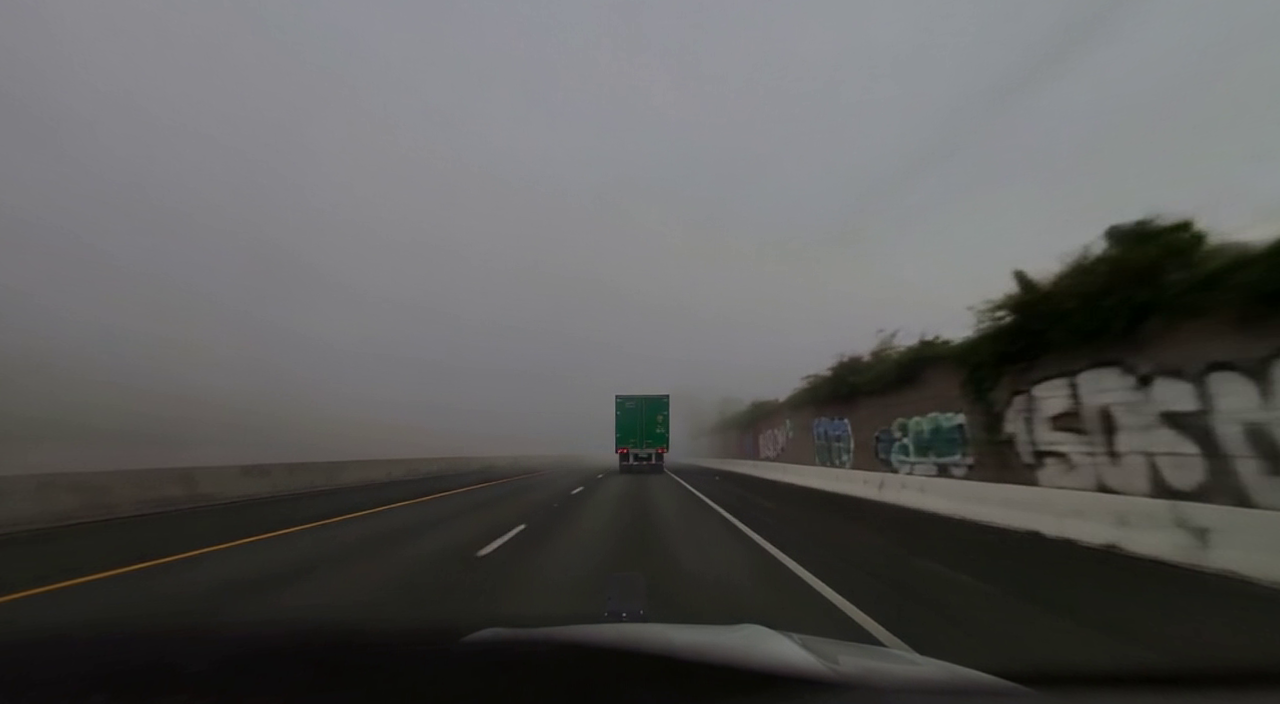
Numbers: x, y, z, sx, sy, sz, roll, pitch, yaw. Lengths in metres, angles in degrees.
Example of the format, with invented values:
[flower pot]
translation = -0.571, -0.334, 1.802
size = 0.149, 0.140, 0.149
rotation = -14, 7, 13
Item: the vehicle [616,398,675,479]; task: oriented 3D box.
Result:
[vehicle]
translation = 0.149, 5.051, 36.076
size = 2.900, 3.955, 10.151
rotation = 0, -9, -1
